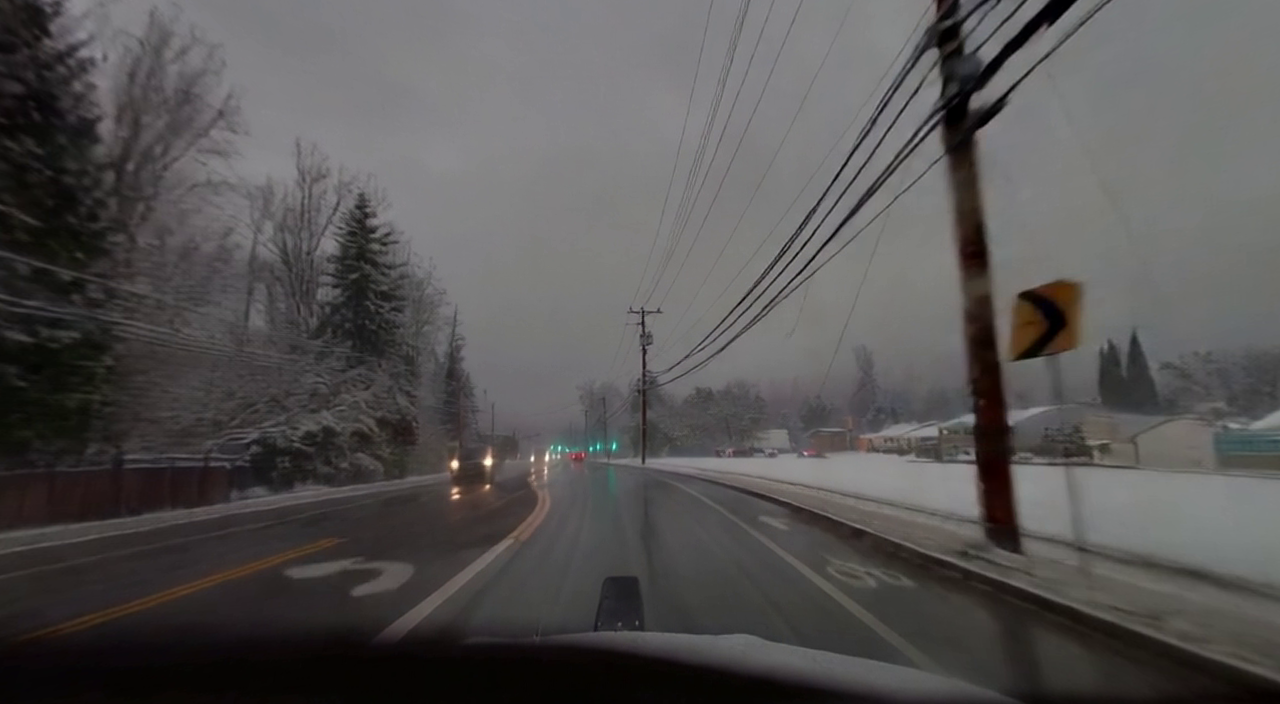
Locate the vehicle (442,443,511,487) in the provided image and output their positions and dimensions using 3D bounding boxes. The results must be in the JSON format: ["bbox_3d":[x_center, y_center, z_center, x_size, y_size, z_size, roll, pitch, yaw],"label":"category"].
[{"bbox_3d":[-7.560,5.238,29.745,2.220,1.817,4.839,0,-8,-3],"label":"vehicle"}]
